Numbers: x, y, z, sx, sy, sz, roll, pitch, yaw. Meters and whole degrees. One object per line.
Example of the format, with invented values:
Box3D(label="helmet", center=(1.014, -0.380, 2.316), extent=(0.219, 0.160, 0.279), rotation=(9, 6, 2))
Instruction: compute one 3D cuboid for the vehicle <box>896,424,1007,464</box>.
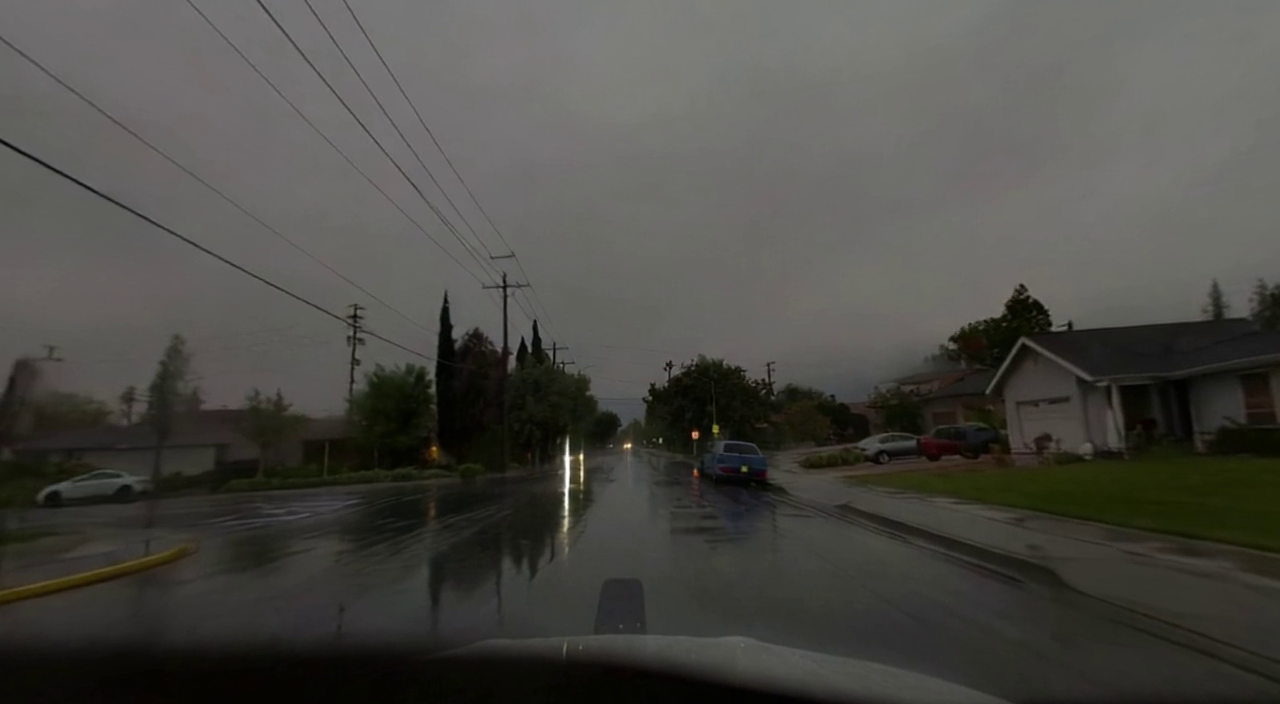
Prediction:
Box3D(label="vehicle", center=(15.243, 4.508, 31.085), extent=(4.283, 1.660, 2.035), rotation=(-3, -7, 0))

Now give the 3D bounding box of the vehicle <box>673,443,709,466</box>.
Box3D(label="vehicle", center=(3.477, 7.082, 43.920), extent=(2.012, 1.531, 4.557), rotation=(0, -8, -1))

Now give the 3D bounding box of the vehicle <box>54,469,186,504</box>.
Box3D(label="vehicle", center=(-23.975, 6.197, 29.234), extent=(4.479, 1.475, 1.842), rotation=(0, -8, 2))

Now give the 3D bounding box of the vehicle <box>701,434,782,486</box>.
Box3D(label="vehicle", center=(3.668, 4.012, 23.799), extent=(2.134, 1.720, 4.515), rotation=(0, -8, -2))
